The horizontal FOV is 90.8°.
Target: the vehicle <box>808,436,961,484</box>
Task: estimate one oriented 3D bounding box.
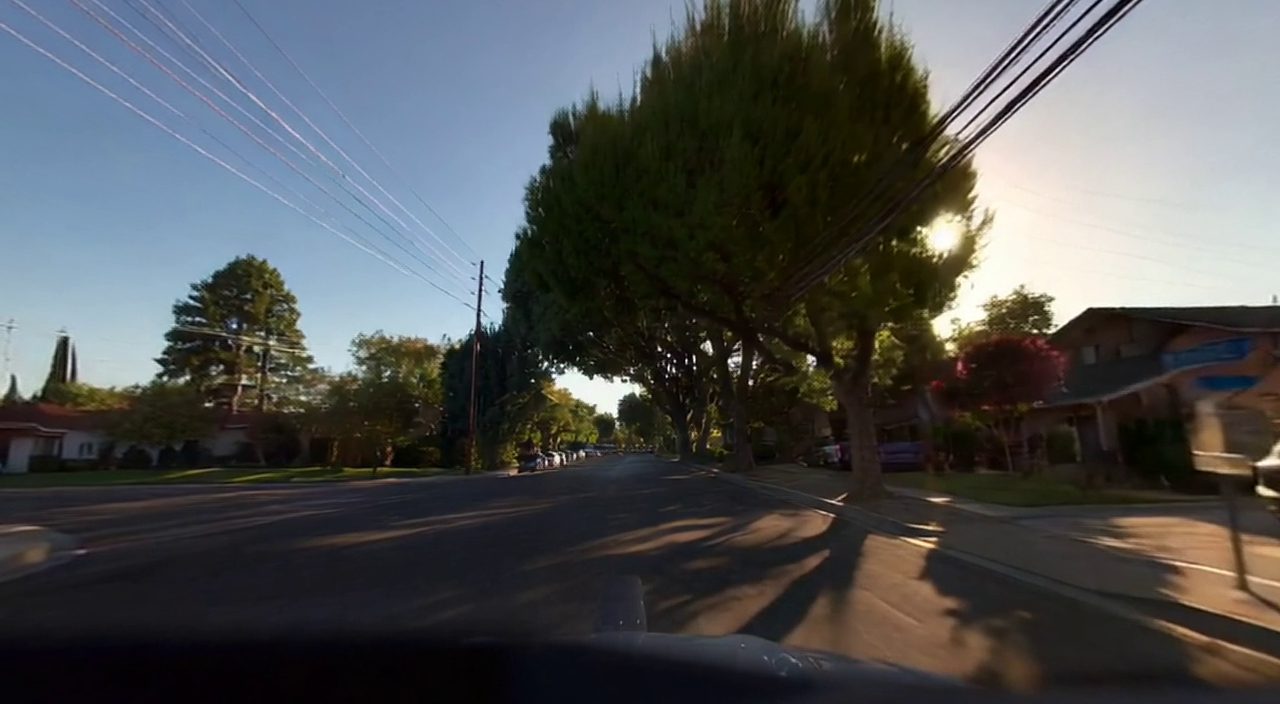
[{"bbox_3d":[9.079,4.043,23.840,4.846,1.577,2.146,-1,-9,0],"label":"vehicle"}]
